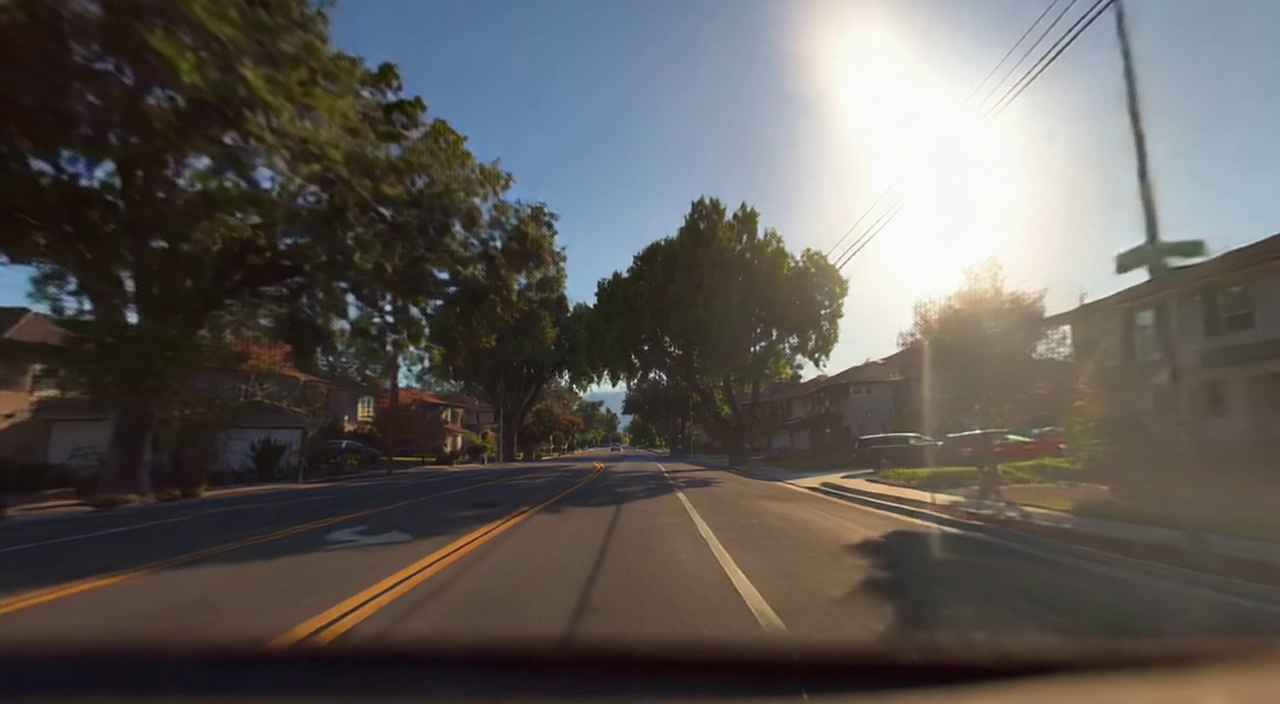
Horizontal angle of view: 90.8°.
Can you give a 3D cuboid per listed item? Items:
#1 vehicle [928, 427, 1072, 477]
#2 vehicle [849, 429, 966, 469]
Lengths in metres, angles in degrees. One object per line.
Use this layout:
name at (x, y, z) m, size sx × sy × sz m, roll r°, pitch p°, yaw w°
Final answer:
vehicle at (14.746, 4.118, 26.153) m, size 4.652 × 1.871 × 2.097 m, roll 0°, pitch -8°, yaw 7°
vehicle at (13.250, 4.837, 31.573) m, size 4.912 × 1.895 × 2.047 m, roll -1°, pitch -8°, yaw 7°
